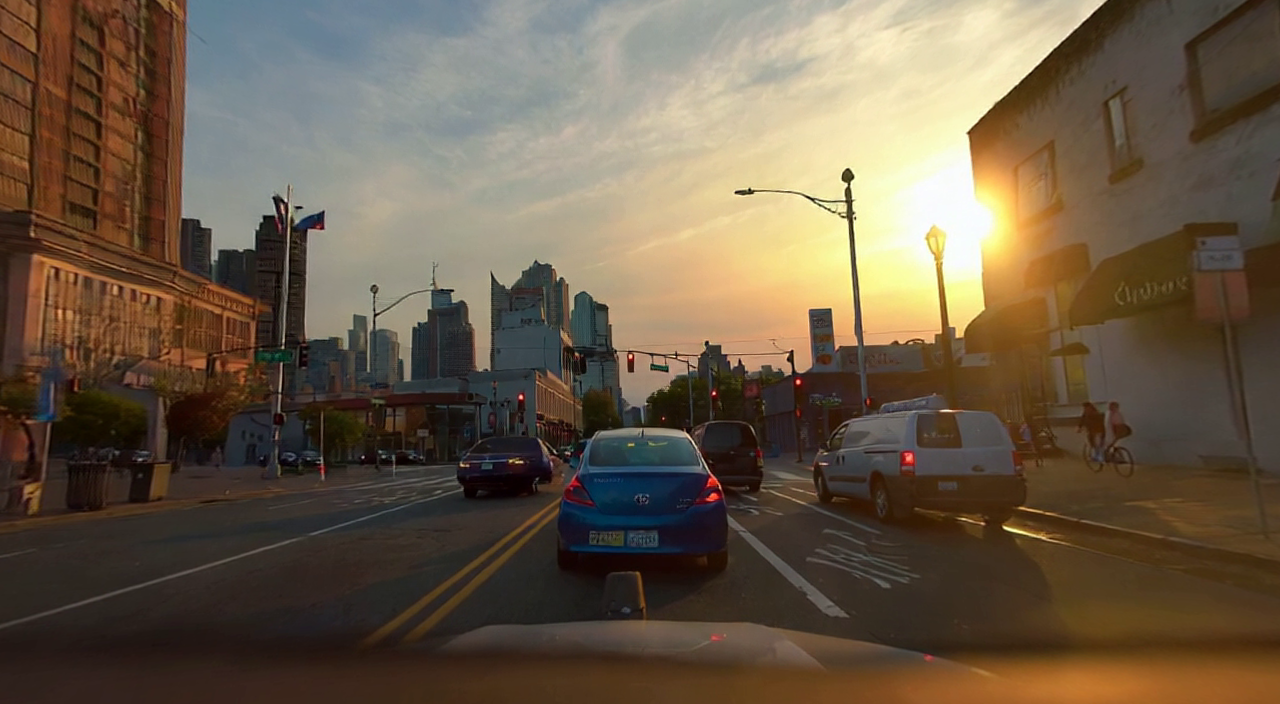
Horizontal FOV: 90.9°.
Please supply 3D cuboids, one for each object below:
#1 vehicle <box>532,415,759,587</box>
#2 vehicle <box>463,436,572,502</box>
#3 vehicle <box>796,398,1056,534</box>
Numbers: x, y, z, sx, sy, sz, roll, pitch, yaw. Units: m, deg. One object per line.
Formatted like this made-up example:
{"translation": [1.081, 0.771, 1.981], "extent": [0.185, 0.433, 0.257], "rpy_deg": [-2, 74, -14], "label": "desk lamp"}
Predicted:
{"translation": [0.033, 1.674, 7.875], "extent": [2.091, 1.557, 4.000], "rpy_deg": [0, -9, 0], "label": "vehicle"}
{"translation": [-3.024, 2.995, 16.587], "extent": [2.039, 1.452, 4.489], "rpy_deg": [0, -8, -1], "label": "vehicle"}
{"translation": [4.504, 1.908, 11.037], "extent": [2.142, 1.829, 4.767], "rpy_deg": [0, -9, -2], "label": "vehicle"}
